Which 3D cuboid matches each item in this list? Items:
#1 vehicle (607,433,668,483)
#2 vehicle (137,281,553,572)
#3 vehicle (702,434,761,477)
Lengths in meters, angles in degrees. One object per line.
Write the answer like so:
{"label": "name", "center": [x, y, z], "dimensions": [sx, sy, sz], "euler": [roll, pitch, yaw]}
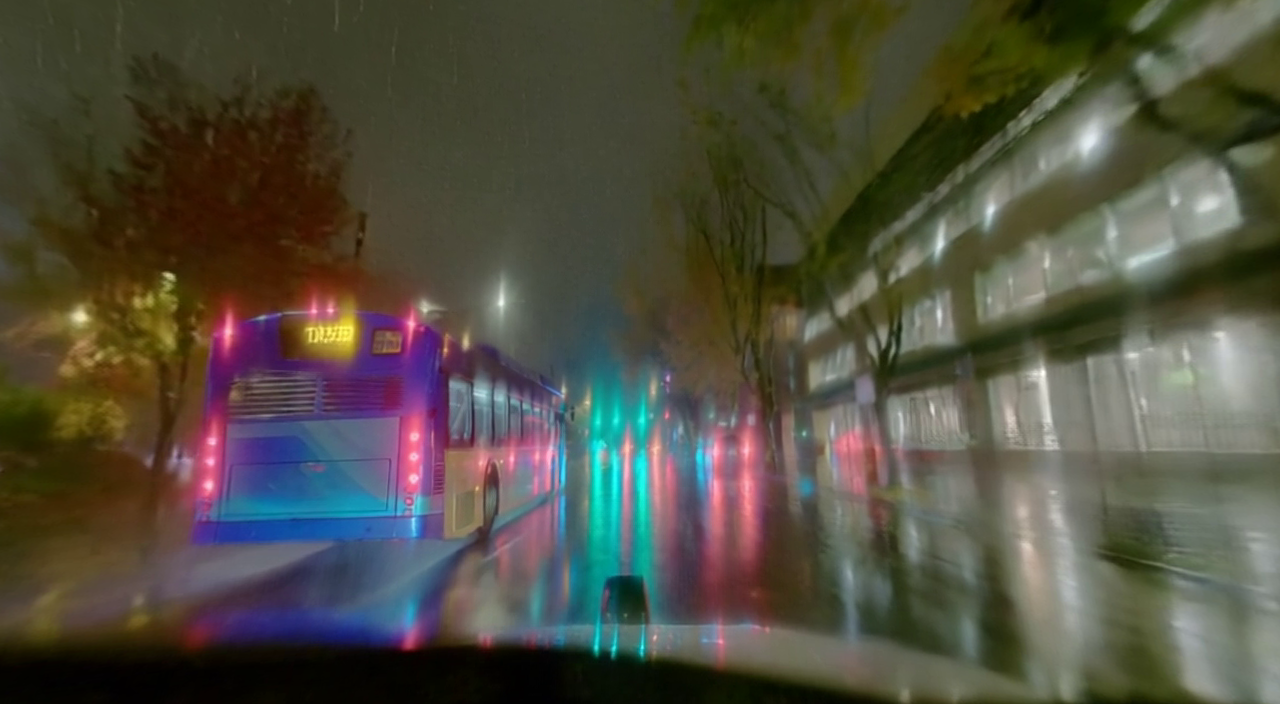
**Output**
{"label": "vehicle", "center": [-0.060, 3.992, 24.036], "dimensions": [2.120, 1.727, 3.917], "euler": [0, -8, 1]}
{"label": "vehicle", "center": [-3.501, 1.140, 10.588], "dimensions": [2.920, 2.884, 8.588], "euler": [0, -6, -1]}
{"label": "vehicle", "center": [4.139, 4.743, 29.161], "dimensions": [2.138, 1.787, 4.522], "euler": [0, -8, 1]}
